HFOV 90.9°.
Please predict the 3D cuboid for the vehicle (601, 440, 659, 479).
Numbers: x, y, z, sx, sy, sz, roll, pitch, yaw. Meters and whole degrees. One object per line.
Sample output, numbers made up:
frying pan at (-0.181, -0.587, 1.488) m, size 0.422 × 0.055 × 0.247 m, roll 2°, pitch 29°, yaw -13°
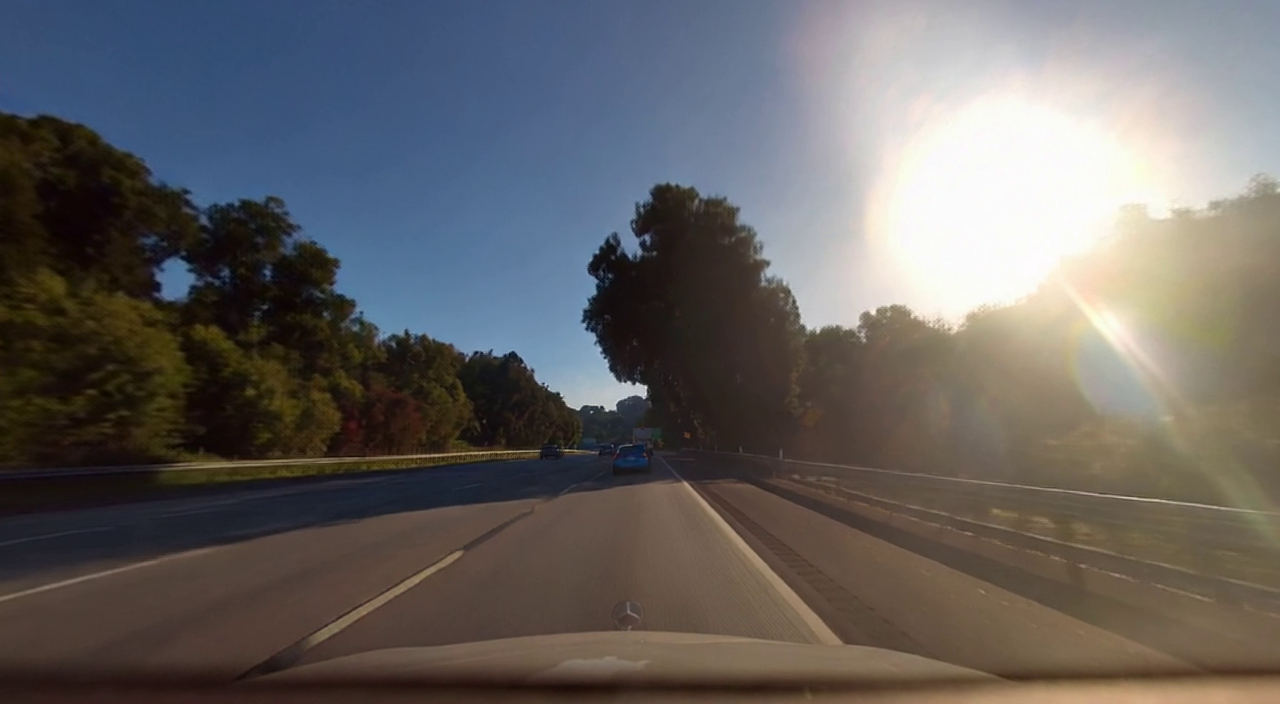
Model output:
vehicle at (-0.357, 4.425, 26.252) m, size 2.238 × 1.479 × 3.672 m, roll 0°, pitch -9°, yaw 1°
